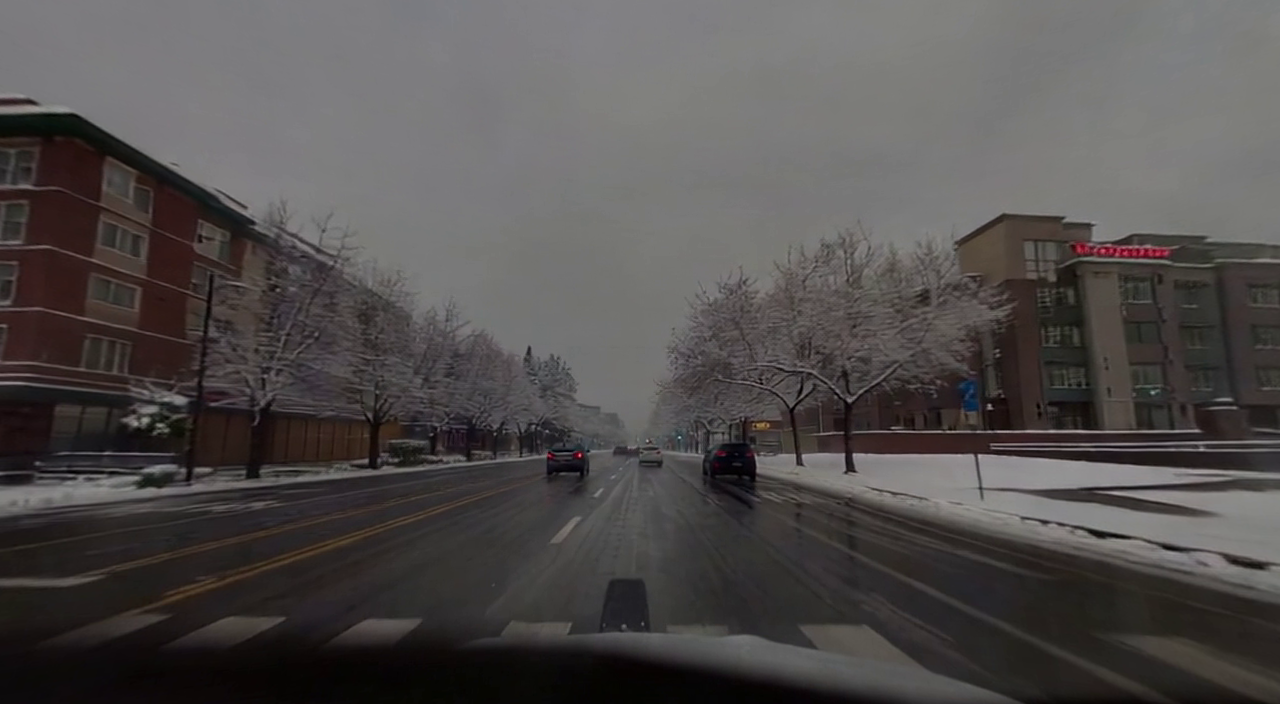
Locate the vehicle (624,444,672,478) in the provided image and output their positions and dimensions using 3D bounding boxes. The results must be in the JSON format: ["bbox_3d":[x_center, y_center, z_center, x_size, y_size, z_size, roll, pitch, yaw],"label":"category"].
[{"bbox_3d":[0.323,5.097,29.686,2.103,1.468,4.094,0,-9,-1],"label":"vehicle"}]

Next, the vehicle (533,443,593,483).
[{"bbox_3d":[-3.037,4.468,25.660,1.860,1.510,4.073,0,-9,1],"label":"vehicle"}]

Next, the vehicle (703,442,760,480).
[{"bbox_3d":[4.154,5.019,29.342,1.987,1.637,3.896,0,-9,-1],"label":"vehicle"}]
